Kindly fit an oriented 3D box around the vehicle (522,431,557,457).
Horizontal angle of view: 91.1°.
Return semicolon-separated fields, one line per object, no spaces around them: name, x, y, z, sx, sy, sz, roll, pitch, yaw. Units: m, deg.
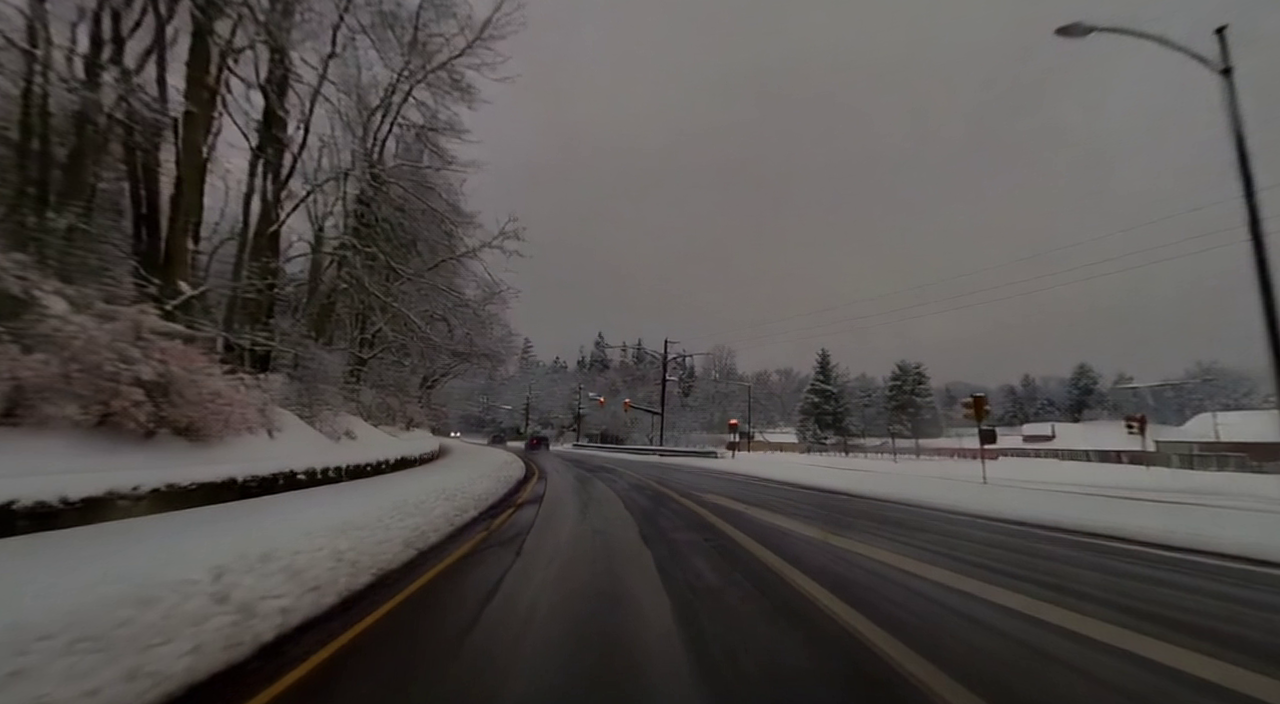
vehicle;-7.261;6.620;45.038;1.947;1.729;4.051;2;-9;-17
